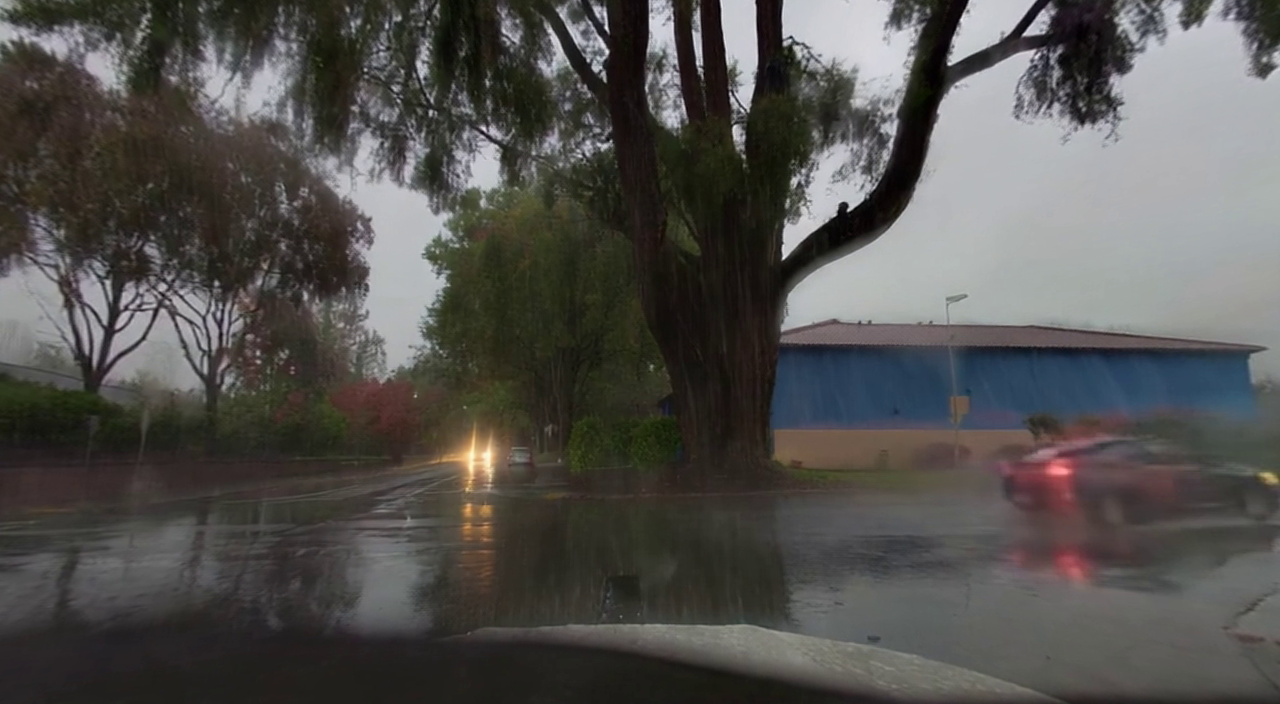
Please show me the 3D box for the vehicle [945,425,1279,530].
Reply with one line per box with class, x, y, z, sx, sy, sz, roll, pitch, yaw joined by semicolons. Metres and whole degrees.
vehicle;7.707;1.963;10.259;4.426;1.451;2.124;1;-9;-7
